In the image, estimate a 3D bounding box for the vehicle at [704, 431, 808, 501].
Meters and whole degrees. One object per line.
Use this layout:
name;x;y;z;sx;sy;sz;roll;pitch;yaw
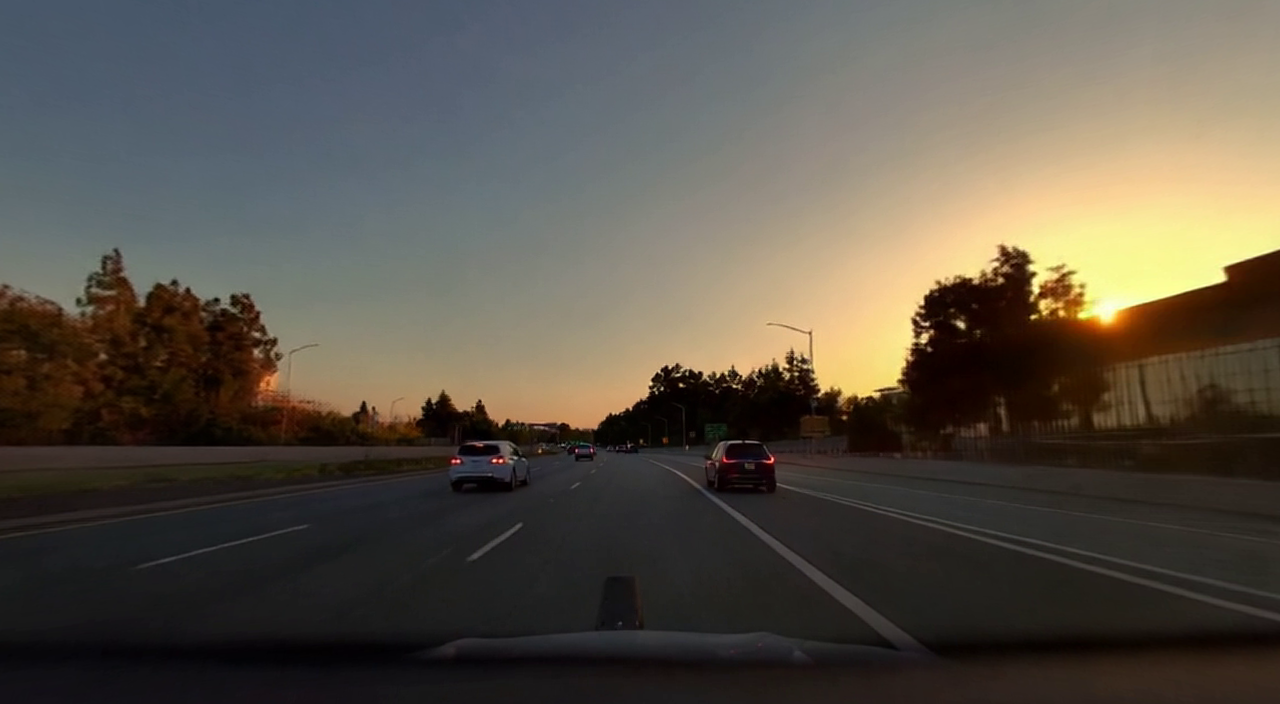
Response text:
vehicle;3.037;3.091;17.548;1.997;1.686;4.247;0;-8;-1

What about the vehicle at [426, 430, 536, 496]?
vehicle;-4.726;3.369;19.642;2.176;1.779;4.755;0;-8;0
